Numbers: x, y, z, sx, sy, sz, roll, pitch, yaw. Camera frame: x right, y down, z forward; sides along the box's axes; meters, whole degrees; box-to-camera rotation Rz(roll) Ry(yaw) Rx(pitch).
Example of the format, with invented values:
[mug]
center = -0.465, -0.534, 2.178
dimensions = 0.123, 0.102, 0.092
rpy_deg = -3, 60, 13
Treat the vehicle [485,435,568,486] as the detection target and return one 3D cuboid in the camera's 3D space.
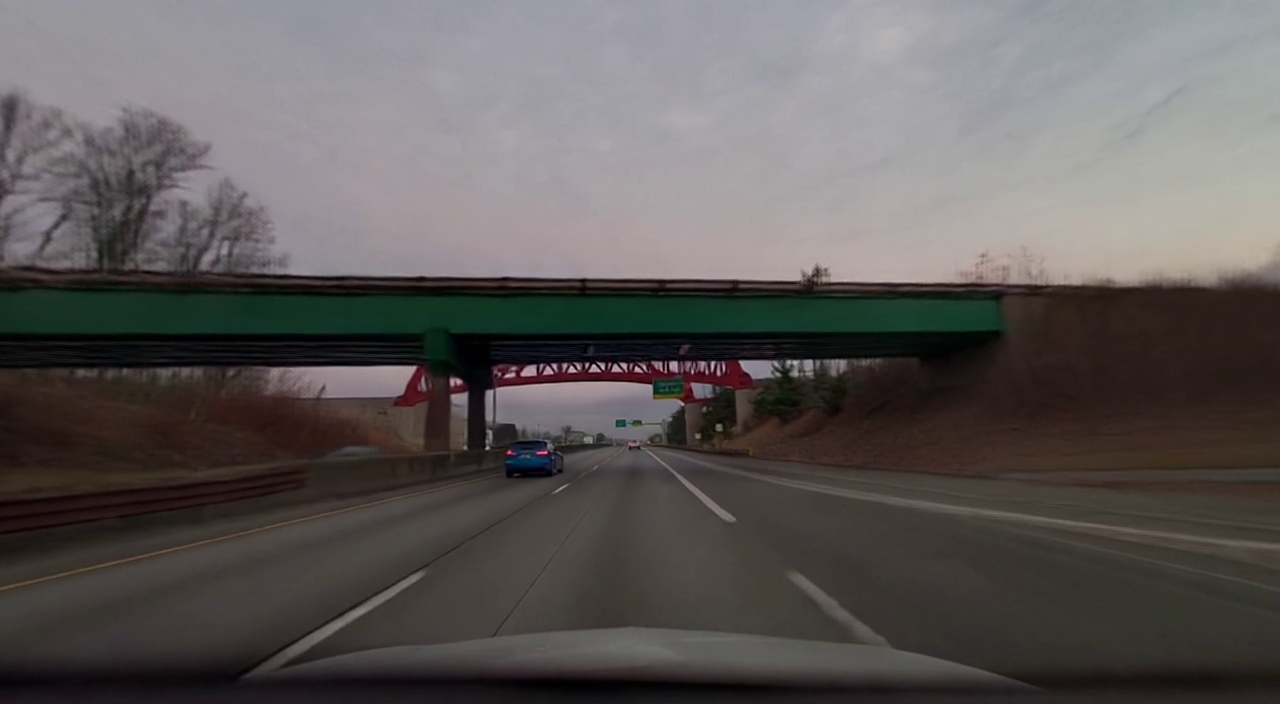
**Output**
[vehicle]
center = -3.816, 3.736, 21.918
dimensions = 2.052, 1.556, 4.405
rpy_deg = 0, -8, 0
